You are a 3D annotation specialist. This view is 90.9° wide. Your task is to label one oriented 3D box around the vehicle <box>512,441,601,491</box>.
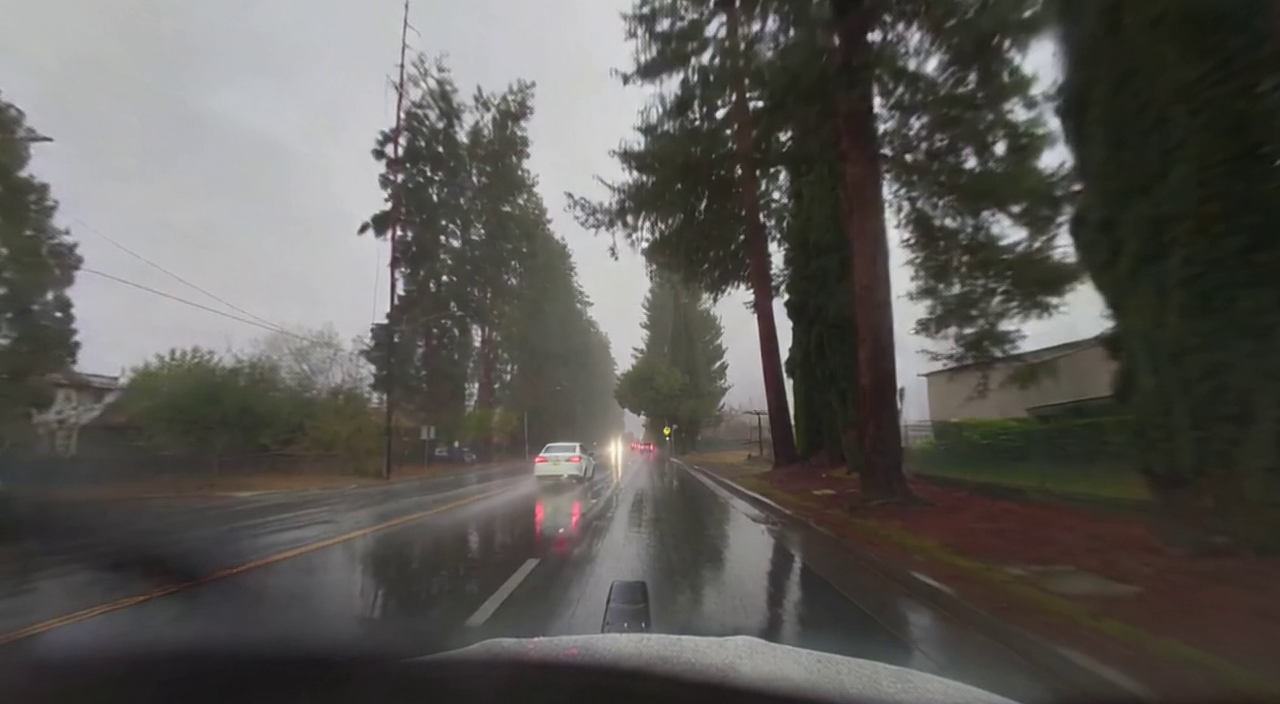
[{"bbox_3d":[-2.584,3.674,20.710,2.153,1.461,4.374,-1,-8,2],"label":"vehicle"}]
